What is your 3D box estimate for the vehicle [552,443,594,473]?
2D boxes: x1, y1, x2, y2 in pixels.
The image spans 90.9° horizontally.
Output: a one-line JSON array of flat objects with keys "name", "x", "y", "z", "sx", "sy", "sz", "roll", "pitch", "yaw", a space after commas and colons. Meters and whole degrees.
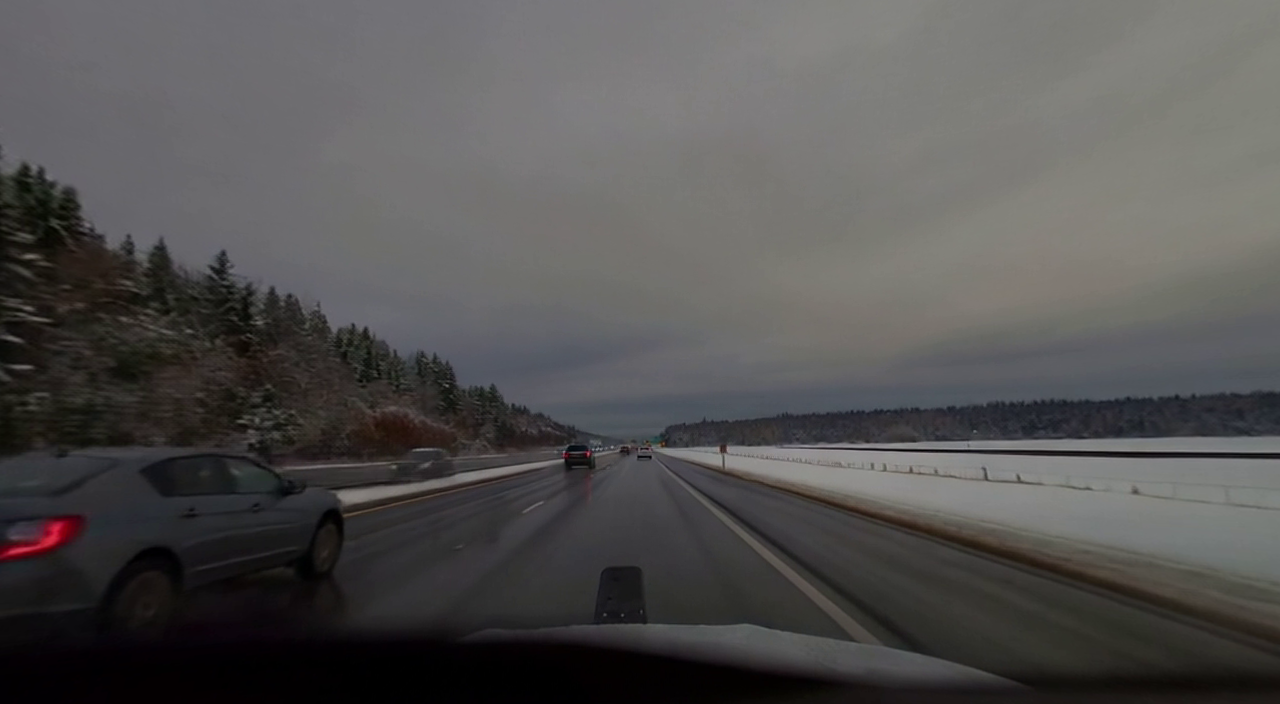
[{"name": "vehicle", "x": -4.042, "y": 6.474, "z": 38.616, "sx": 2.095, "sy": 1.664, "sz": 4.305, "roll": 0, "pitch": -9, "yaw": 0}]

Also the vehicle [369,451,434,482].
[{"name": "vehicle", "x": -12.326, "y": 5.923, "z": 32.841, "sx": 1.706, "sy": 1.449, "sz": 4.208, "roll": 0, "pitch": -9, "yaw": 0}]

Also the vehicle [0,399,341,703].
[{"name": "vehicle", "x": -3.668, "y": 1.090, "z": 3.510, "sx": 1.970, "sy": 1.483, "sz": 4.097, "roll": 0, "pitch": -9, "yaw": 0}]
